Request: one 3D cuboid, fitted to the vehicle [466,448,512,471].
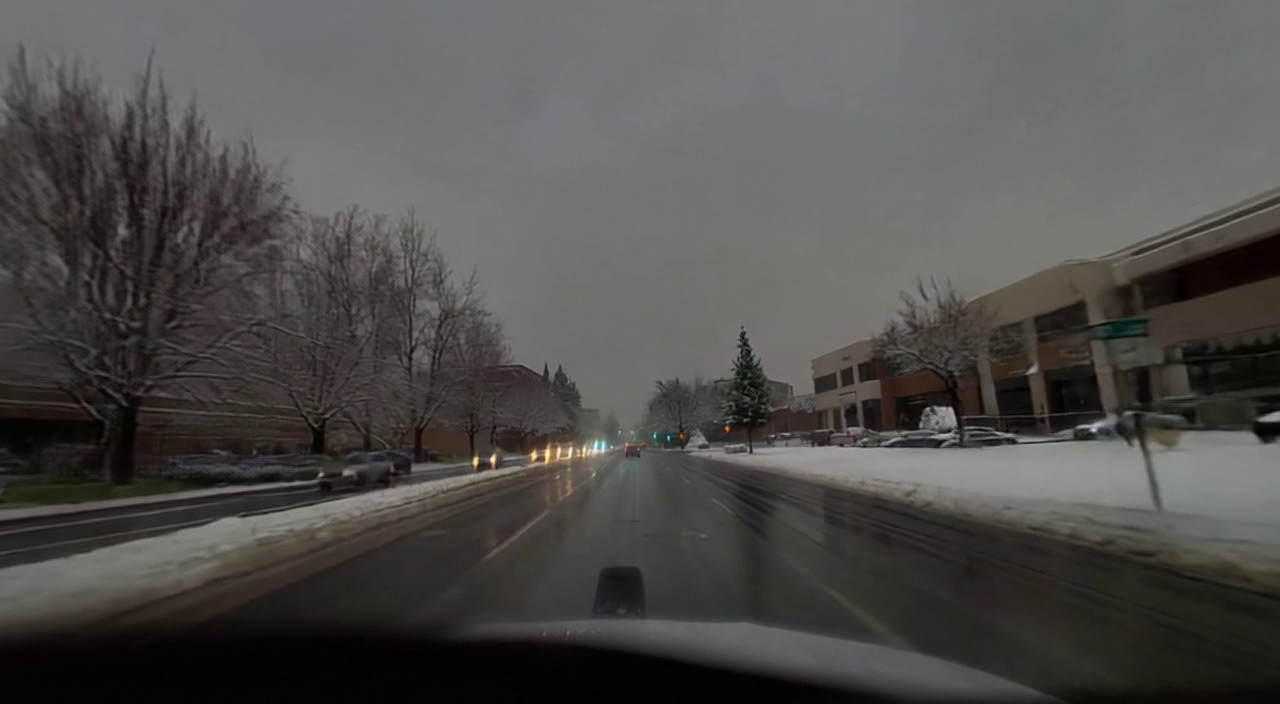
[{"bbox_3d":[-10.578,7.543,44.608,2.020,1.490,4.657,-1,-9,2],"label":"vehicle"}]

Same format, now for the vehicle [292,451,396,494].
[{"bbox_3d":[-11.790,4.803,25.551,1.945,1.492,4.672,0,-9,0],"label":"vehicle"}]
